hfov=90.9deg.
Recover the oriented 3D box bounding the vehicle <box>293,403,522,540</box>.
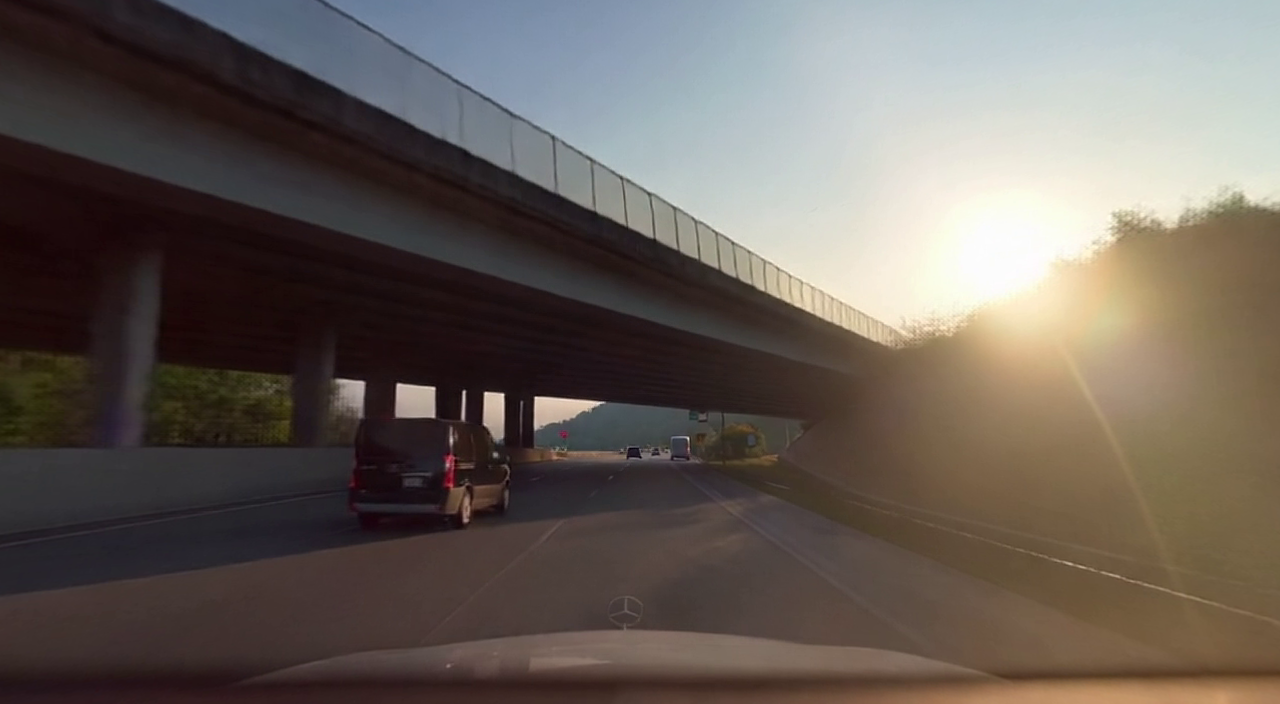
[{"bbox_3d":[-3.795,2.104,11.564,2.167,1.929,5.037,0,-9,1],"label":"vehicle"}]
